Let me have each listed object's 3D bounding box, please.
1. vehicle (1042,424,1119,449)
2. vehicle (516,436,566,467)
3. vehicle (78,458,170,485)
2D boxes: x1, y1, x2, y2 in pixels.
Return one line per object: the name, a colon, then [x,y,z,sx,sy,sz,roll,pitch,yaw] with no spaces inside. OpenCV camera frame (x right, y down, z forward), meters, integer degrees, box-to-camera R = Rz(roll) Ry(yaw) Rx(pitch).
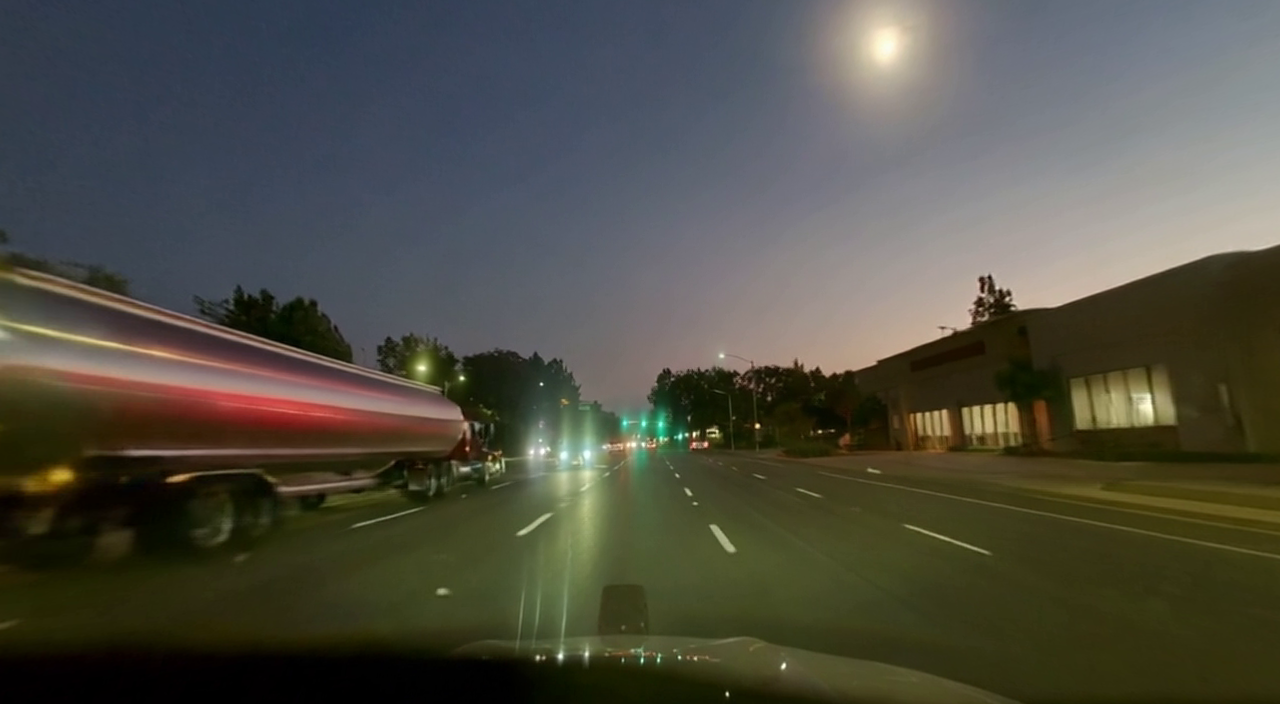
vehicle: [27.088,5.229,38.951,1.796,1.453,4.296,0,-8,3]
vehicle: [-5.894,5.978,38.058,2.179,1.750,4.621,0,-8,1]
vehicle: [-35.625,8.238,43.613,4.485,1.772,2.149,0,-8,2]
